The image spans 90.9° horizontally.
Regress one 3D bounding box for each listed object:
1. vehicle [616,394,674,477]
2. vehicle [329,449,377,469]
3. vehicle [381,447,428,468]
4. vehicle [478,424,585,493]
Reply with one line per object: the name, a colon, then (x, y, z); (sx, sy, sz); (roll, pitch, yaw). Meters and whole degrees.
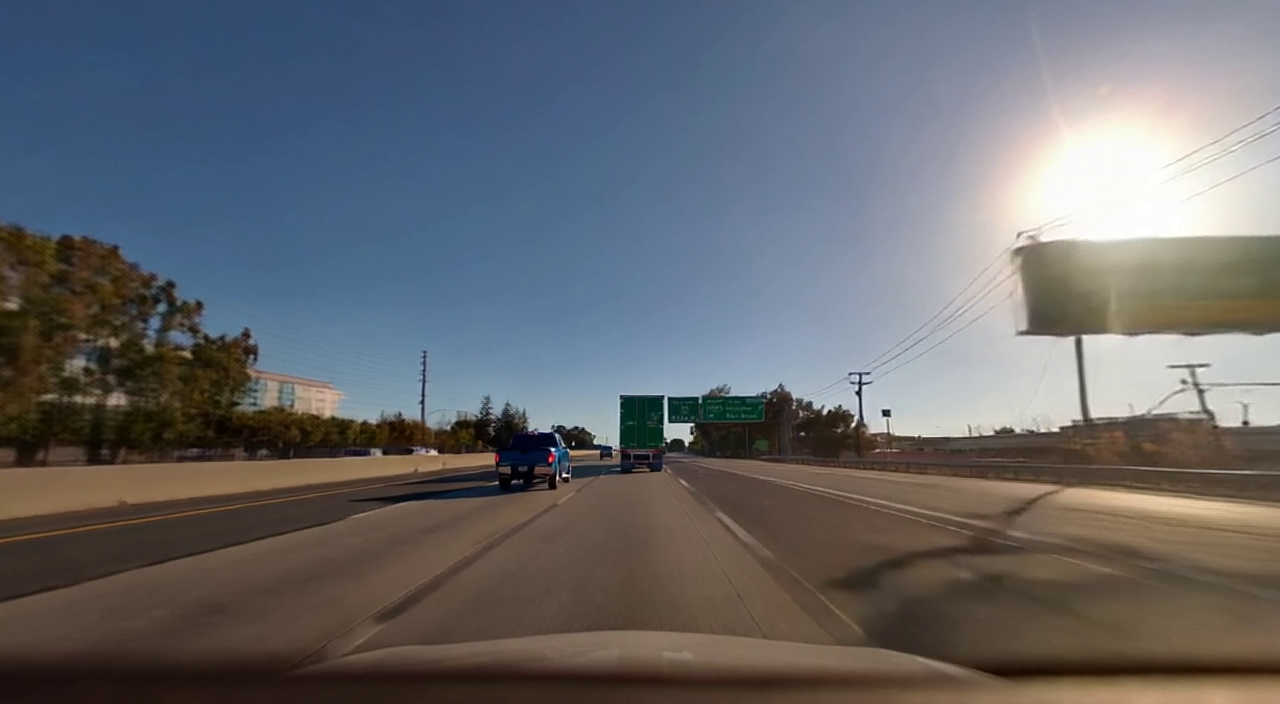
vehicle: (0.304, 5.089, 37.889); (2.879, 4.085, 13.125); (0, -8, 0)
vehicle: (-21.930, 8.173, 48.327); (1.827, 1.471, 3.950); (0, -8, 1)
vehicle: (-17.838, 7.995, 47.957); (1.903, 1.474, 4.223); (0, -8, 1)
vehicle: (-3.700, 3.846, 23.150); (2.749, 2.141, 6.515); (0, -8, 0)
